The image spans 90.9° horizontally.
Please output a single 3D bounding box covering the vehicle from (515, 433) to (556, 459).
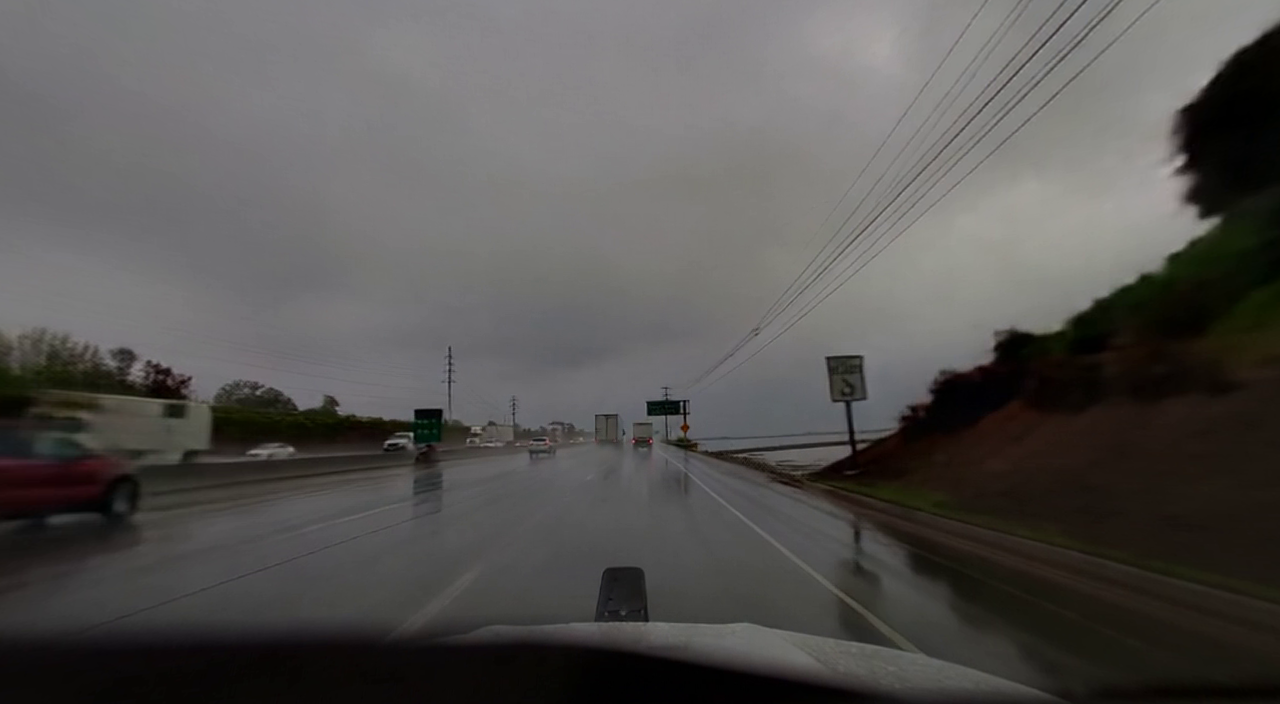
[{"bbox_3d":[-7.601,6.885,46.298,2.192,1.762,4.559,0,-8,1],"label":"vehicle"}]

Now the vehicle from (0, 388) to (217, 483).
[{"bbox_3d":[-21.252,3.434,25.703,2.768,3.286,7.386,0,-8,1],"label":"vehicle"}]

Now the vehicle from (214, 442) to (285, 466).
[{"bbox_3d":[-25.817,6.745,41.889,1.863,1.488,4.434,0,-8,0],"label":"vehicle"}]
